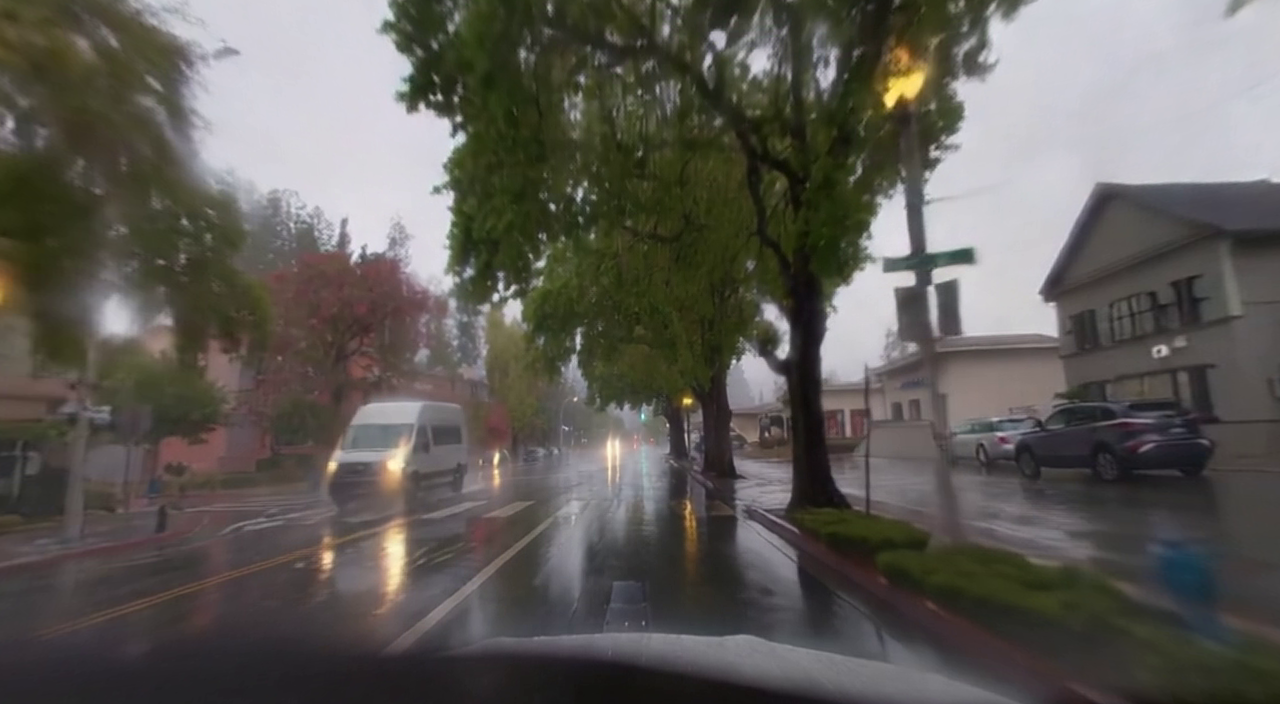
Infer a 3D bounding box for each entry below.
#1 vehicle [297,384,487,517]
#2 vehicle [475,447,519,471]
[{"bbox_3d":[-5.918,2.485,16.214,2.303,2.760,5.868,0,-8,1],"label":"vehicle"},{"bbox_3d":[-9.722,7.306,43.274,1.892,1.484,4.576,1,-9,1],"label":"vehicle"}]
